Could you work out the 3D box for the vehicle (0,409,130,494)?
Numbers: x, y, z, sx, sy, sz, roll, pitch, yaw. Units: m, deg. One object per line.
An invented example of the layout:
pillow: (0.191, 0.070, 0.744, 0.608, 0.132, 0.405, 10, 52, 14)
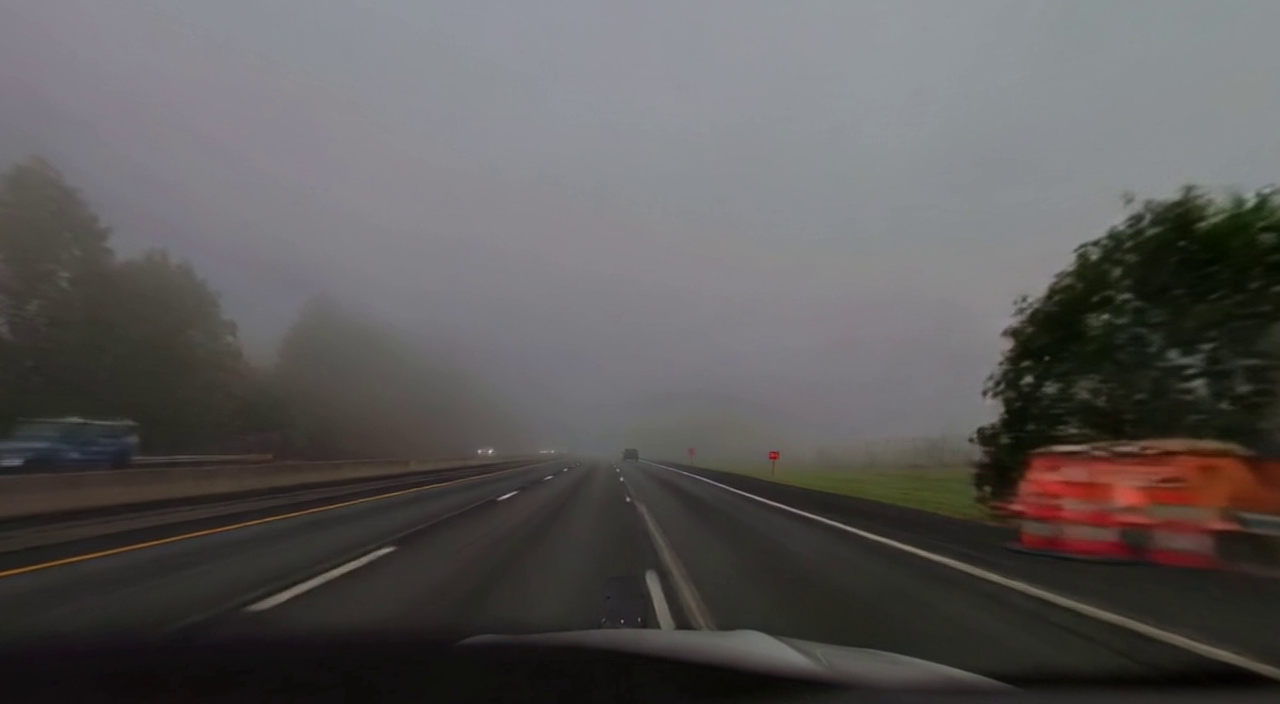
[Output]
vehicle: (-19.098, 3.014, 19.122, 2.411, 2.328, 5.807, 0, -9, -2)
